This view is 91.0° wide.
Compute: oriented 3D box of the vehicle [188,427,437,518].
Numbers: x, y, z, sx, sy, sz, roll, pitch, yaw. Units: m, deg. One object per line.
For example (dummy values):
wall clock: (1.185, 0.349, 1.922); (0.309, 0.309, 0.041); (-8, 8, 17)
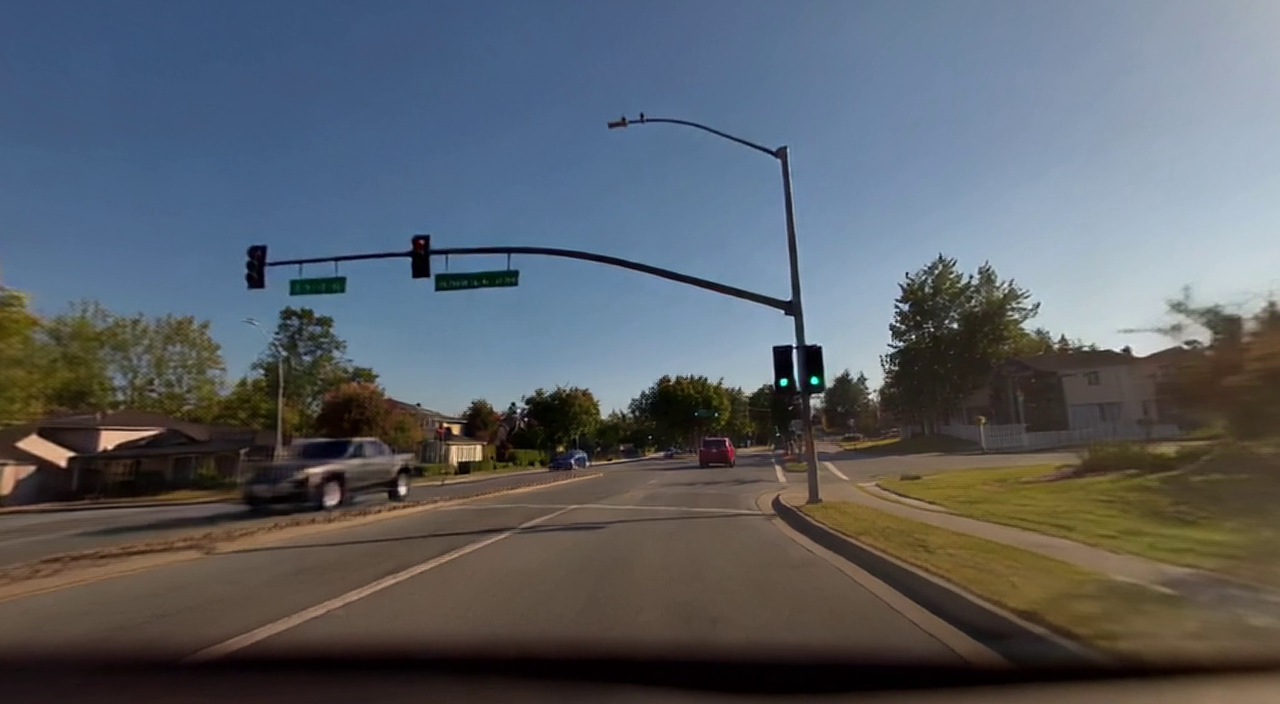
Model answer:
vehicle: (-8.666, 3.265, 17.900); (2.369, 2.041, 6.995); (-2, -9, 11)

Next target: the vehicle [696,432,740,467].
vehicle: (4.650, 5.722, 36.973); (2.059, 1.908, 4.714); (-2, -9, 12)

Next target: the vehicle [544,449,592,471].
vehicle: (-5.227, 7.965, 46.596); (1.916, 1.484, 4.867); (-2, -9, 14)
